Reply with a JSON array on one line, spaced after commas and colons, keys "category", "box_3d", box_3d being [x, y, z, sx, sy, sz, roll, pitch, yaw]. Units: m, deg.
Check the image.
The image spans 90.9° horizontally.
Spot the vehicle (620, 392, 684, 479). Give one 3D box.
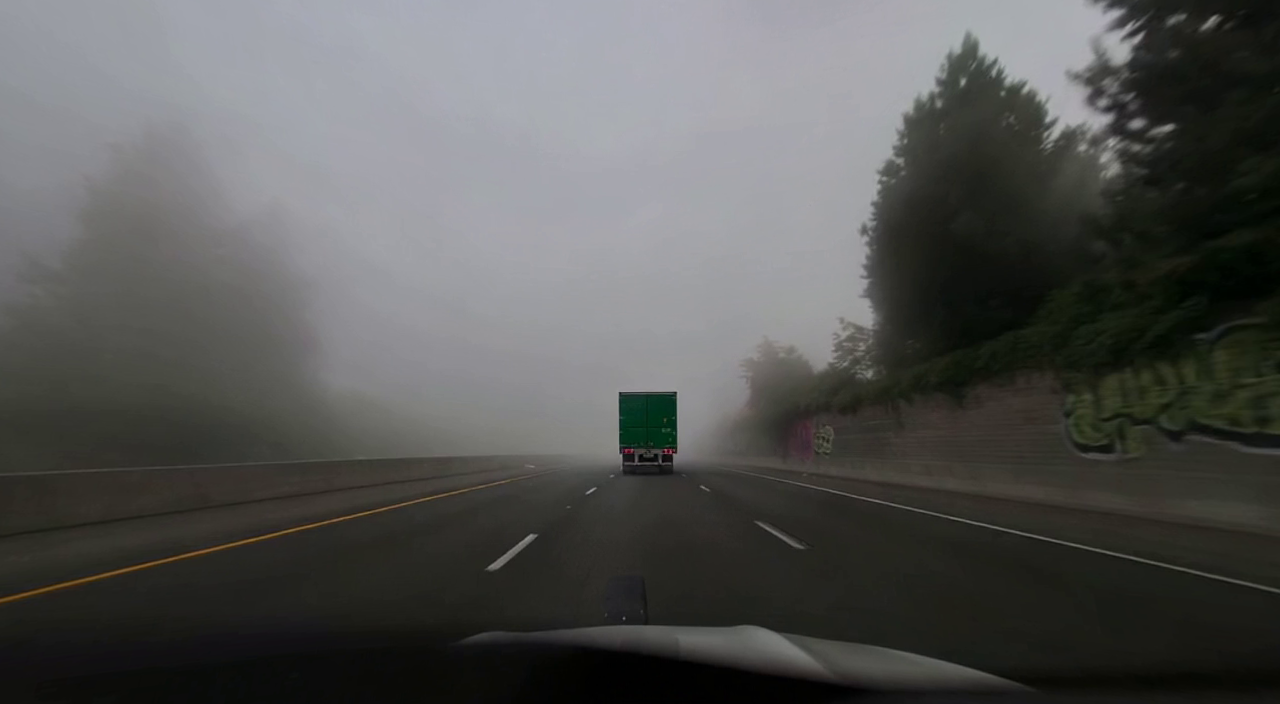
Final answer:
[{"category": "vehicle", "box_3d": [0.377, 4.625, 33.915, 2.900, 3.955, 10.151, 0, -9, -2]}]
